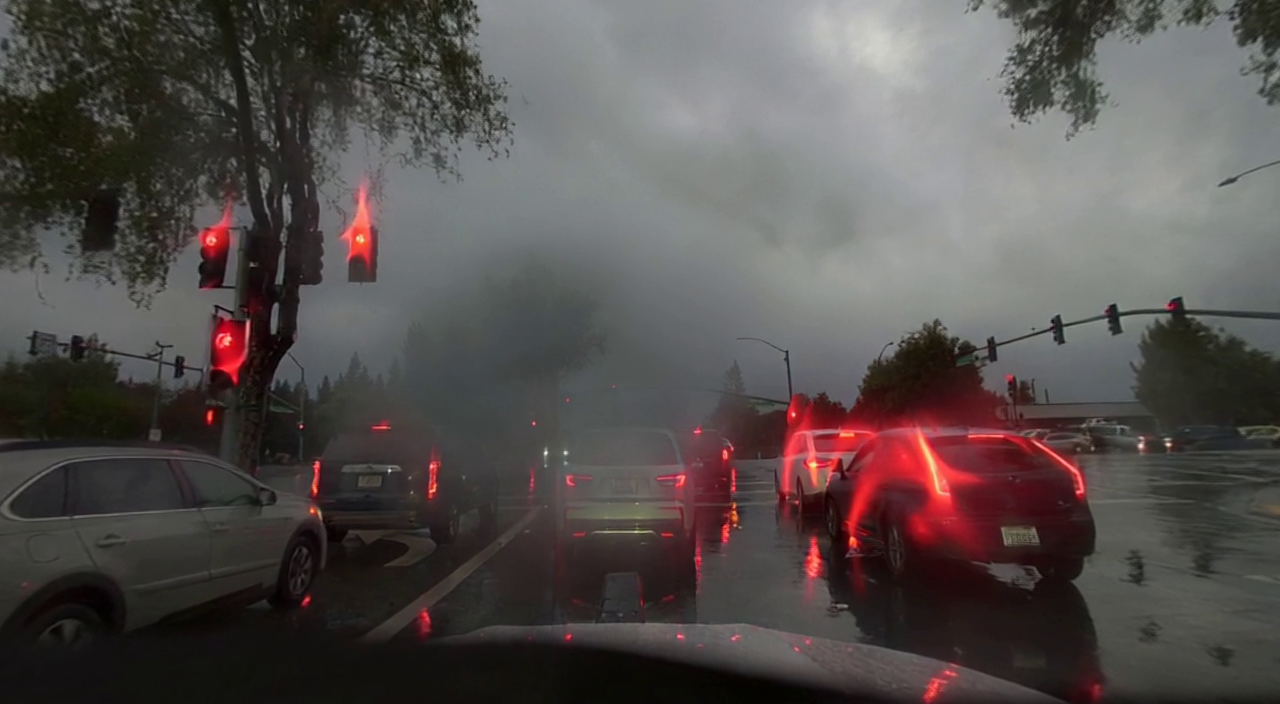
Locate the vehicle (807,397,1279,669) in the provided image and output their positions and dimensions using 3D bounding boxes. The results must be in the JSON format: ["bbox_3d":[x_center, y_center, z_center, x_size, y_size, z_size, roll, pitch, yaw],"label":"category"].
[{"bbox_3d":[3.231,1.444,6.193,2.006,1.659,4.462,0,-8,1],"label":"vehicle"}]

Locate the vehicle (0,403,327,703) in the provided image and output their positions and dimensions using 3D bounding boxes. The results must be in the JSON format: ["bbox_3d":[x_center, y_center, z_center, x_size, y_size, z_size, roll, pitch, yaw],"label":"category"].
[{"bbox_3d":[-3.347,0.947,2.365,1.863,1.495,4.667,0,-8,2],"label":"vehicle"}]

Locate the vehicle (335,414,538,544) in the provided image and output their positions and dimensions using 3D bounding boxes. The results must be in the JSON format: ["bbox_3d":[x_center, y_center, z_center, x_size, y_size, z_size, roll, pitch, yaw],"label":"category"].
[{"bbox_3d":[-3.221,2.119,11.165,2.048,1.805,4.405,0,-8,1],"label":"vehicle"}]

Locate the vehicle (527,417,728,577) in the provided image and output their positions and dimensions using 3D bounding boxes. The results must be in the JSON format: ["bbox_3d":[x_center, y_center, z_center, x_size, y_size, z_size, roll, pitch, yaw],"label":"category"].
[{"bbox_3d":[-0.097,1.799,8.551,2.106,1.655,3.717,0,-8,1],"label":"vehicle"}]
